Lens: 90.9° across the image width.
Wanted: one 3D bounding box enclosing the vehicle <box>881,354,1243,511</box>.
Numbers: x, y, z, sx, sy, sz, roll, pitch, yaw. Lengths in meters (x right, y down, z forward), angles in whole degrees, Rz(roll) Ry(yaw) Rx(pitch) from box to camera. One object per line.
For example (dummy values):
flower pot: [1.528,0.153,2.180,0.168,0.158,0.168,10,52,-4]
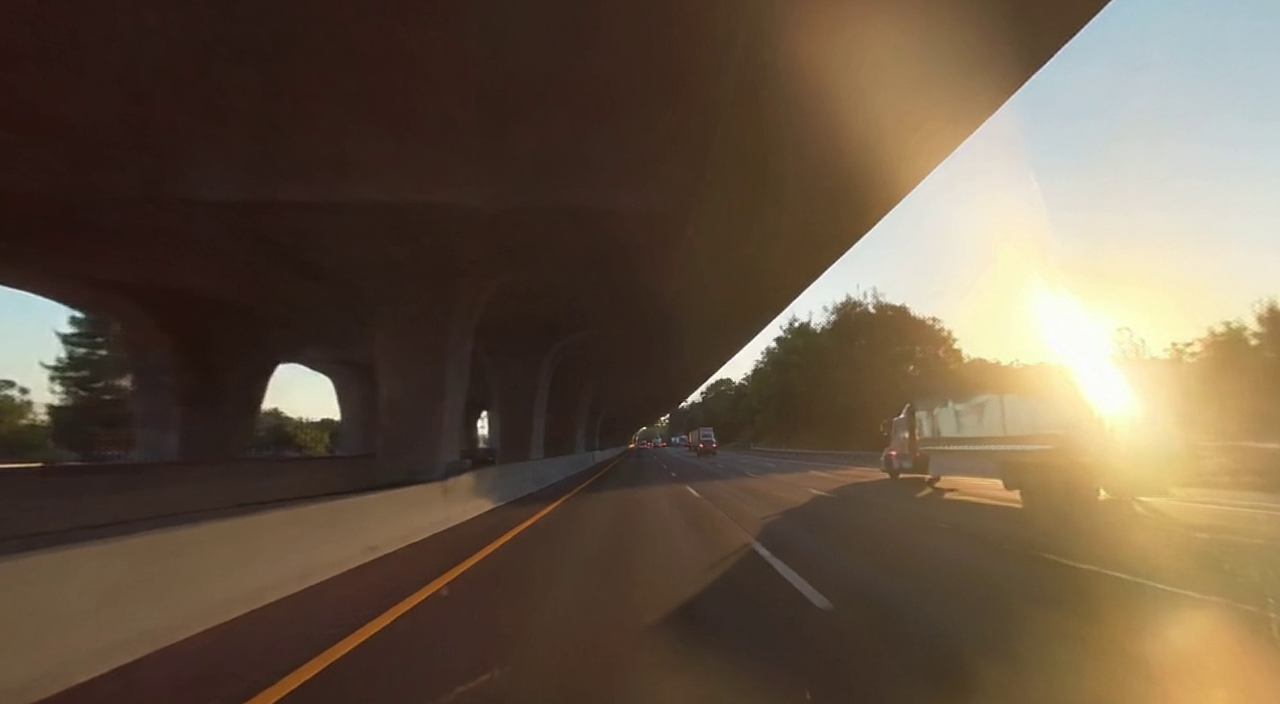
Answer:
vehicle: [10.755,2.435,18.499,2.960,3.207,10.950,0,-8,-1]
